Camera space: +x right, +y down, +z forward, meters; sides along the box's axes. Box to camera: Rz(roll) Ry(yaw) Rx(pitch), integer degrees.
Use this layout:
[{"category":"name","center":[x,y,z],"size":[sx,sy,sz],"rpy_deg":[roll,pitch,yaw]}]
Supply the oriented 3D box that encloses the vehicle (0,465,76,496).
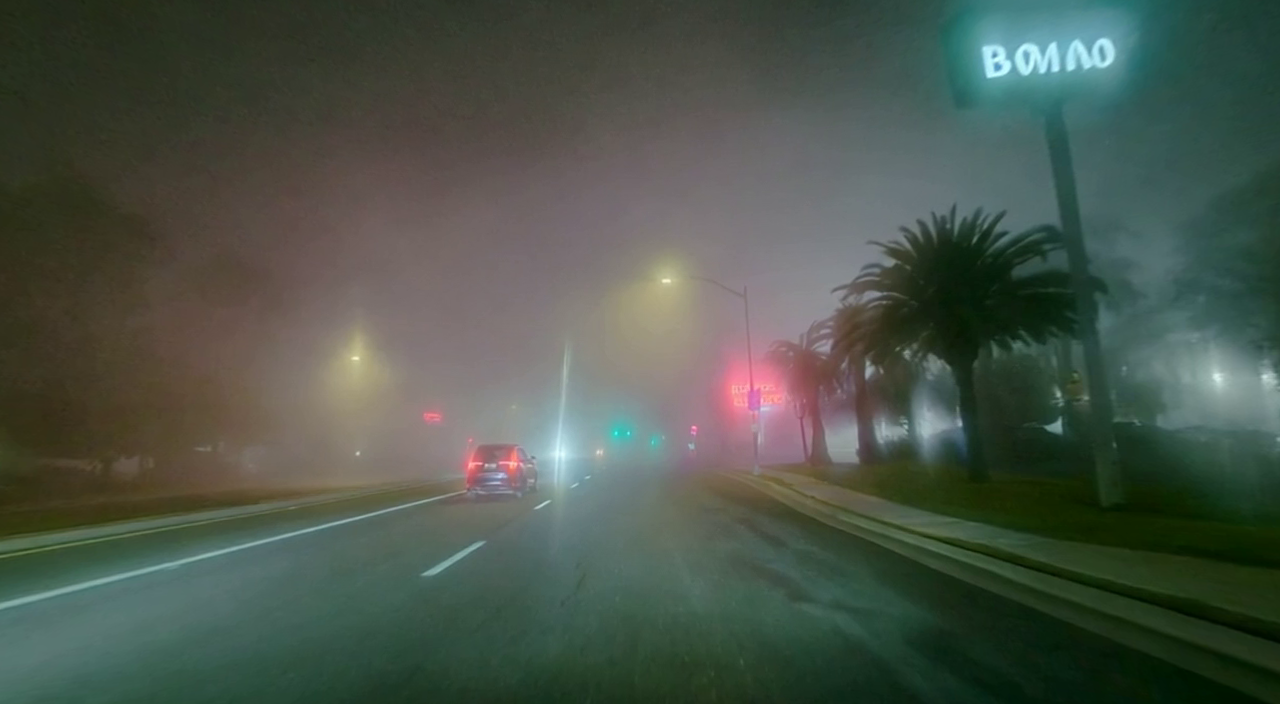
[{"category":"vehicle","center":[-34.496,7.124,35.134],"size":[1.856,1.442,4.494],"rpy_deg":[0,-8,-1]}]

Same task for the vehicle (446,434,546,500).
[{"category":"vehicle","center":[-4.375,3.570,19.904],"size":[2.136,1.844,4.363],"rpy_deg":[0,-9,0]}]
